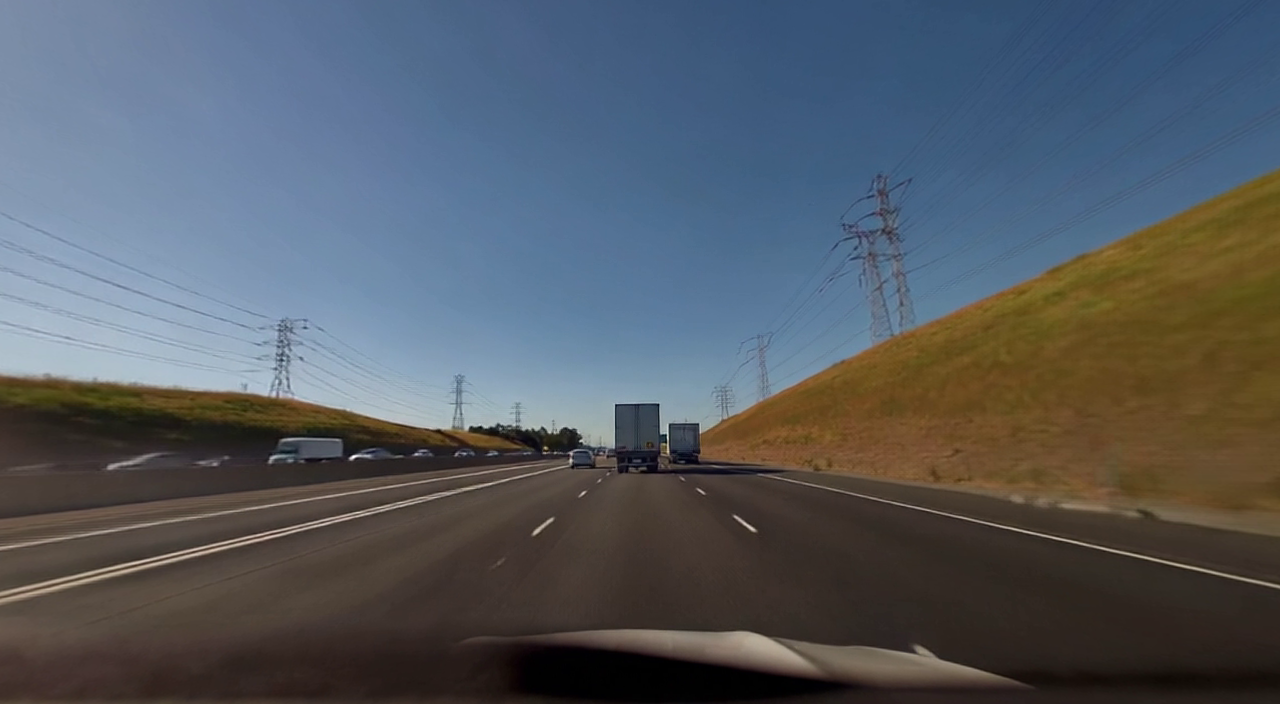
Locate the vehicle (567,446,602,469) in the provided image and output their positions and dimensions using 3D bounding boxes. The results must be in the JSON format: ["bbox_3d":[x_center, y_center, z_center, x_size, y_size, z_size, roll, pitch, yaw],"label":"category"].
[{"bbox_3d":[-3.868,7.433,44.572,2.128,1.533,4.694,0,-9,-1],"label":"vehicle"}]

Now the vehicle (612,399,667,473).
[{"bbox_3d":[-0.024,5.443,40.084,2.985,4.025,10.982,0,-9,0],"label":"vehicle"}]
